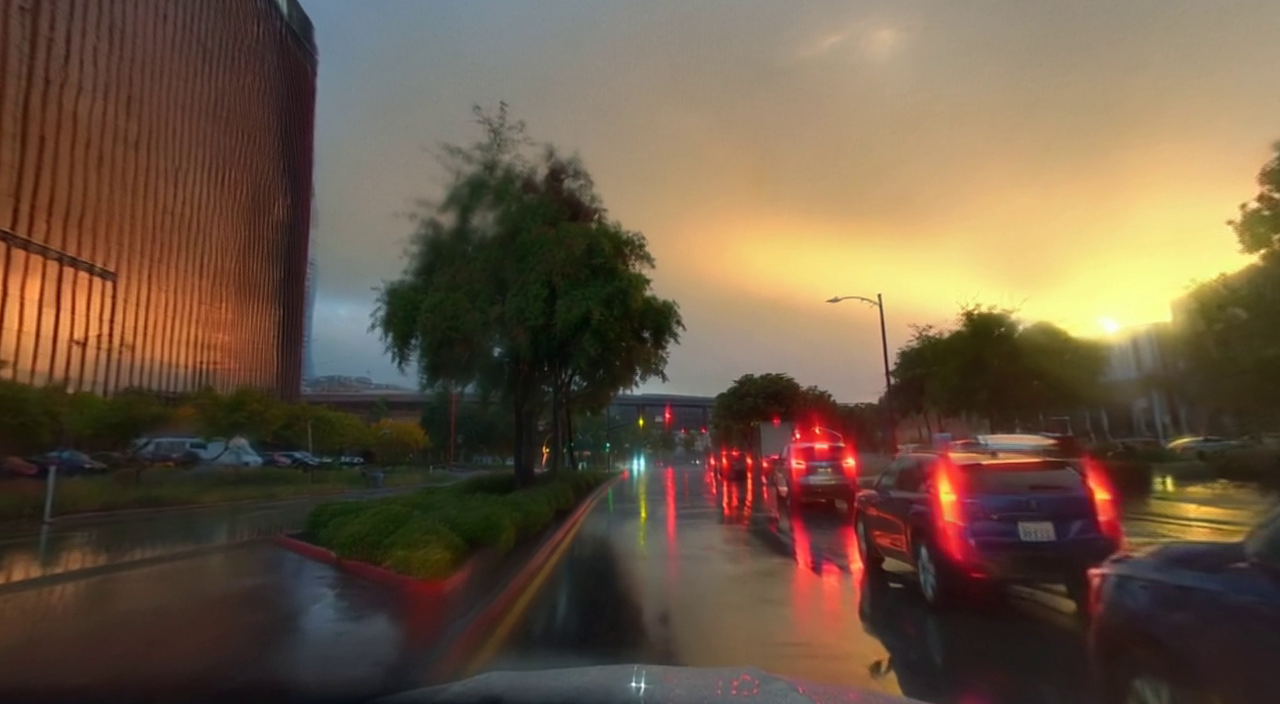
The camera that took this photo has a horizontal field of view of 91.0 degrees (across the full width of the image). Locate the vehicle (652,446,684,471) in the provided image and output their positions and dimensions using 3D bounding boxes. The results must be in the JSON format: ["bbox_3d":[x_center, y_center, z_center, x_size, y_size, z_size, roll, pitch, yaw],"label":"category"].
[{"bbox_3d":[2.126,7.843,46.594,2.121,1.728,4.161,-1,-9,6],"label":"vehicle"}]

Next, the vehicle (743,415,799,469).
[{"bbox_3d":[9.883,7.064,49.120,3.128,3.616,13.736,-1,-9,7],"label":"vehicle"}]

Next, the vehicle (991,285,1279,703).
[{"bbox_3d":[2.491,0.571,0.670,2.092,1.703,4.870,-1,-9,9],"label":"vehicle"}]

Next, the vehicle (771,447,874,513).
[{"bbox_3d":[5.058,3.551,18.178,2.089,1.609,4.922,-1,-9,7],"label":"vehicle"}]

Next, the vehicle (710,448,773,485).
[{"bbox_3d":[4.607,5.262,29.247,2.183,1.553,3.923,0,-9,-1],"label":"vehicle"}]
